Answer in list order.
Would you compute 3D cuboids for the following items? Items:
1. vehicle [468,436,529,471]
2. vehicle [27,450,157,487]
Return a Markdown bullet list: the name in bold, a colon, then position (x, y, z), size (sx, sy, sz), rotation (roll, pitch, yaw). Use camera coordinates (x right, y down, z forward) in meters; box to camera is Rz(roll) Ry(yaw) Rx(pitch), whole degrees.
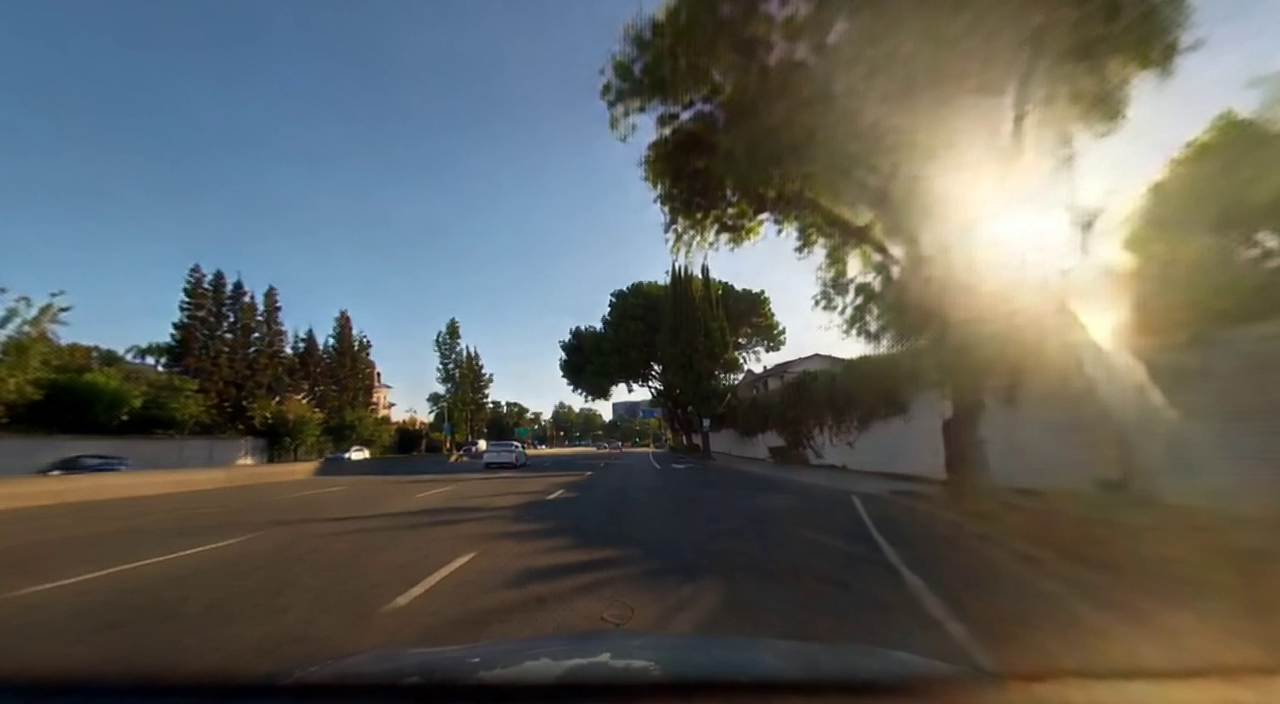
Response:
- **vehicle**: position (-7.470, 5.419, 33.913), size (2.115, 1.711, 4.722), rotation (0, -9, 1)
- **vehicle**: position (-25.366, 5.381, 29.537), size (1.919, 1.514, 4.811), rotation (0, -9, -3)
